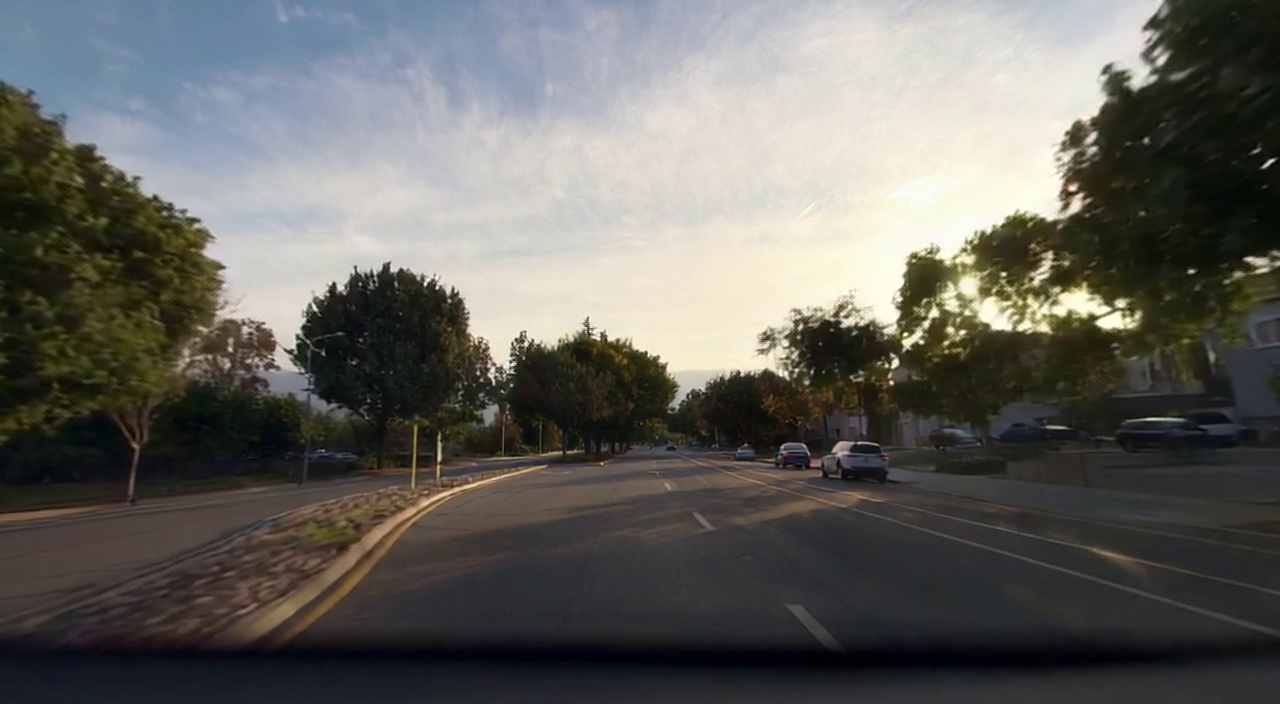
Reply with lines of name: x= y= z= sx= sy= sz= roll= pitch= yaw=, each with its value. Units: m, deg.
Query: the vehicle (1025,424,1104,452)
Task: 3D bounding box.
vehicle: x=25.673 y=5.270 z=38.421 sx=1.878 sy=1.581 sz=4.259 roll=0 pitch=-8 yaw=1

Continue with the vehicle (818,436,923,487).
vehicle: x=8.587 y=4.099 z=24.068 sx=2.192 sy=1.714 sz=4.885 roll=0 pitch=-8 yaw=1

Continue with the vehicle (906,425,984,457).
vehicle: x=18.442 y=5.440 z=38.510 sx=2.018 sy=1.755 sz=5.379 roll=0 pitch=-8 yaw=-1

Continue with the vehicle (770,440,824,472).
vehicle: x=8.904 y=5.931 z=36.255 sx=1.990 sy=1.728 sz=4.597 roll=0 pitch=-8 yaw=1

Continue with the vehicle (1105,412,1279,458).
vehicle: x=24.496 y=3.759 z=28.208 sx=1.979 sy=1.831 sz=5.479 roll=5 pitch=-10 yaw=-32
